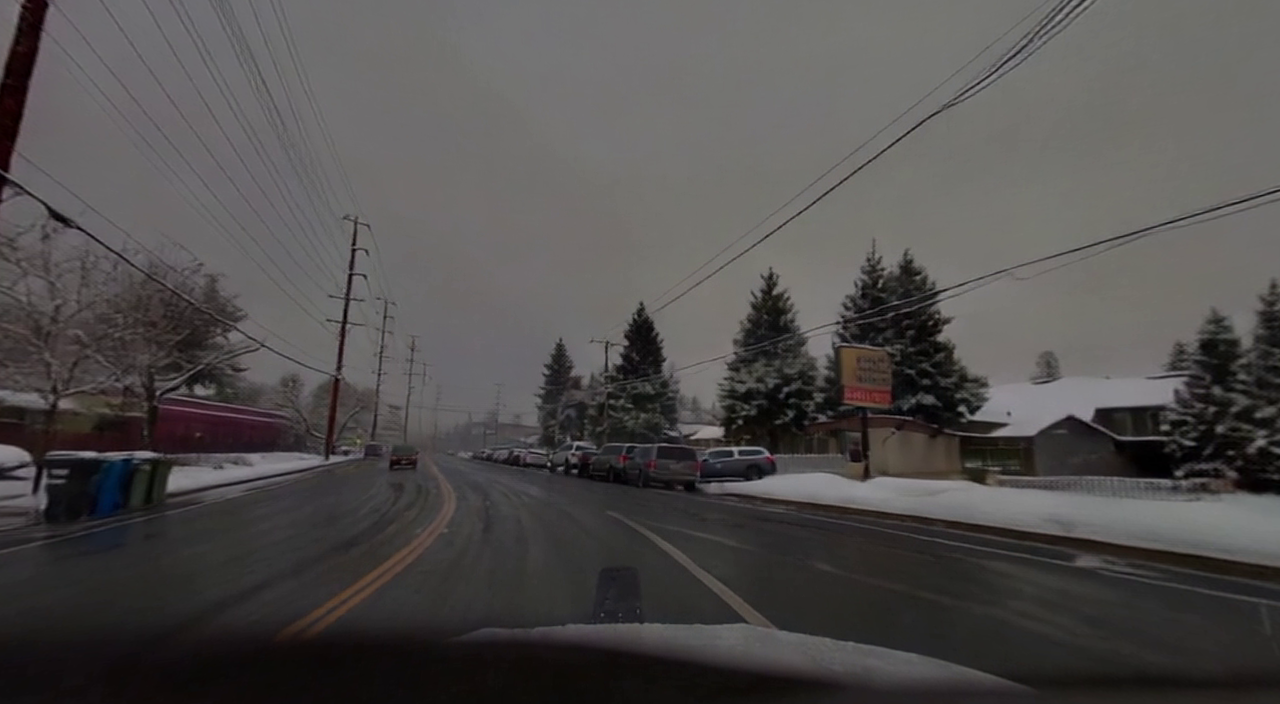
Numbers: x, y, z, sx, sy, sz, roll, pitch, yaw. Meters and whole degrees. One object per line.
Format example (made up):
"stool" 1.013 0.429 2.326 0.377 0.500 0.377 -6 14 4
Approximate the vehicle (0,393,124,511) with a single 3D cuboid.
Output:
"vehicle" -15.667 2.643 16.869 1.716 2.808 3.001 -2 -7 -16

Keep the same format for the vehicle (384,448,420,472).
"vehicle" -16.460 7.444 43.553 2.122 1.517 4.465 3 -9 -20

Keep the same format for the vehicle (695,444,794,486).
"vehicle" 4.490 4.683 26.502 2.074 1.526 4.853 -7 -10 36
